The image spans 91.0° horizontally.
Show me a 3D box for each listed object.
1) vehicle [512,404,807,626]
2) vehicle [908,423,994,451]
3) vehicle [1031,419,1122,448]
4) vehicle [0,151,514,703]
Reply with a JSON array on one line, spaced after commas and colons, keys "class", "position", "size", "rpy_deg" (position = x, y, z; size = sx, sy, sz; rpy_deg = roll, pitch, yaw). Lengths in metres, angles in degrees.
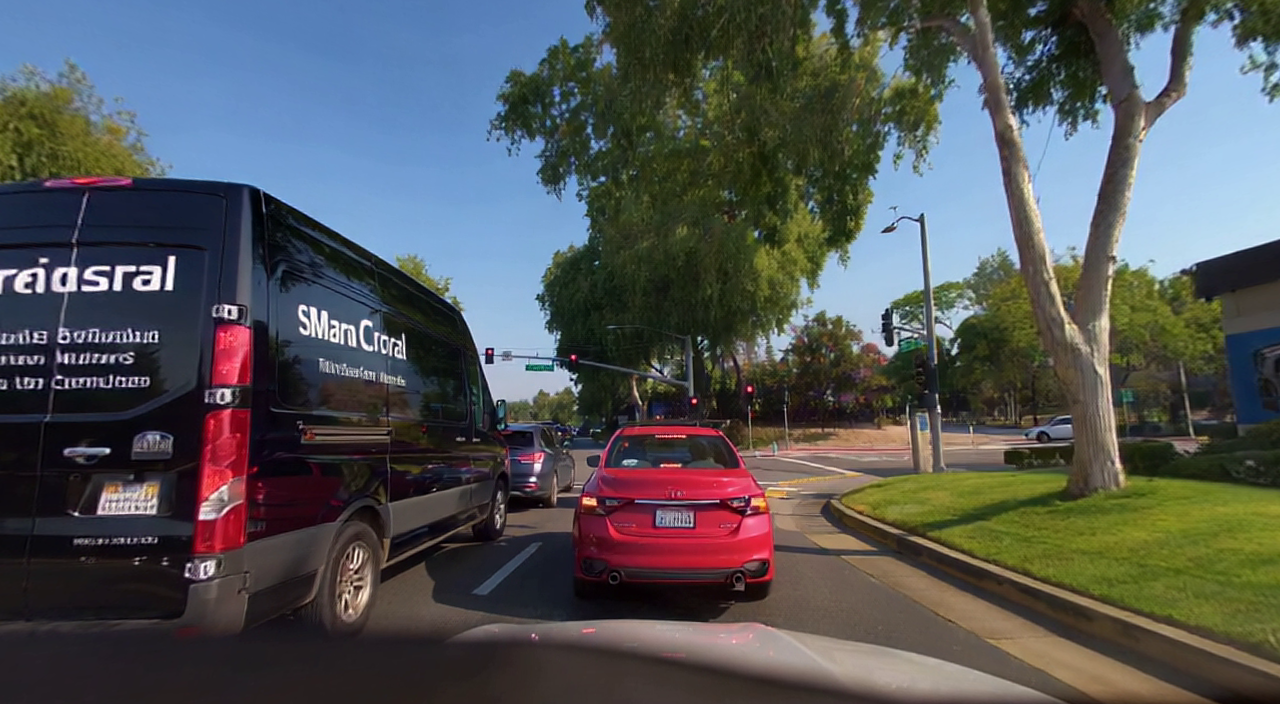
[{"class": "vehicle", "position": [0.300, 1.636, 7.345], "size": [2.398, 1.773, 4.254], "rpy_deg": [-1, -8, 4]}, {"class": "vehicle", "position": [21.944, 6.044, 44.542], "size": [5.021, 1.848, 2.210], "rpy_deg": [1, -9, -9]}, {"class": "vehicle", "position": [31.993, 6.037, 46.191], "size": [5.084, 2.041, 2.360], "rpy_deg": [2, -9, -9]}, {"class": "vehicle", "position": [-3.089, 0.875, 5.869], "size": [2.555, 3.035, 5.702], "rpy_deg": [0, -8, 1]}]
